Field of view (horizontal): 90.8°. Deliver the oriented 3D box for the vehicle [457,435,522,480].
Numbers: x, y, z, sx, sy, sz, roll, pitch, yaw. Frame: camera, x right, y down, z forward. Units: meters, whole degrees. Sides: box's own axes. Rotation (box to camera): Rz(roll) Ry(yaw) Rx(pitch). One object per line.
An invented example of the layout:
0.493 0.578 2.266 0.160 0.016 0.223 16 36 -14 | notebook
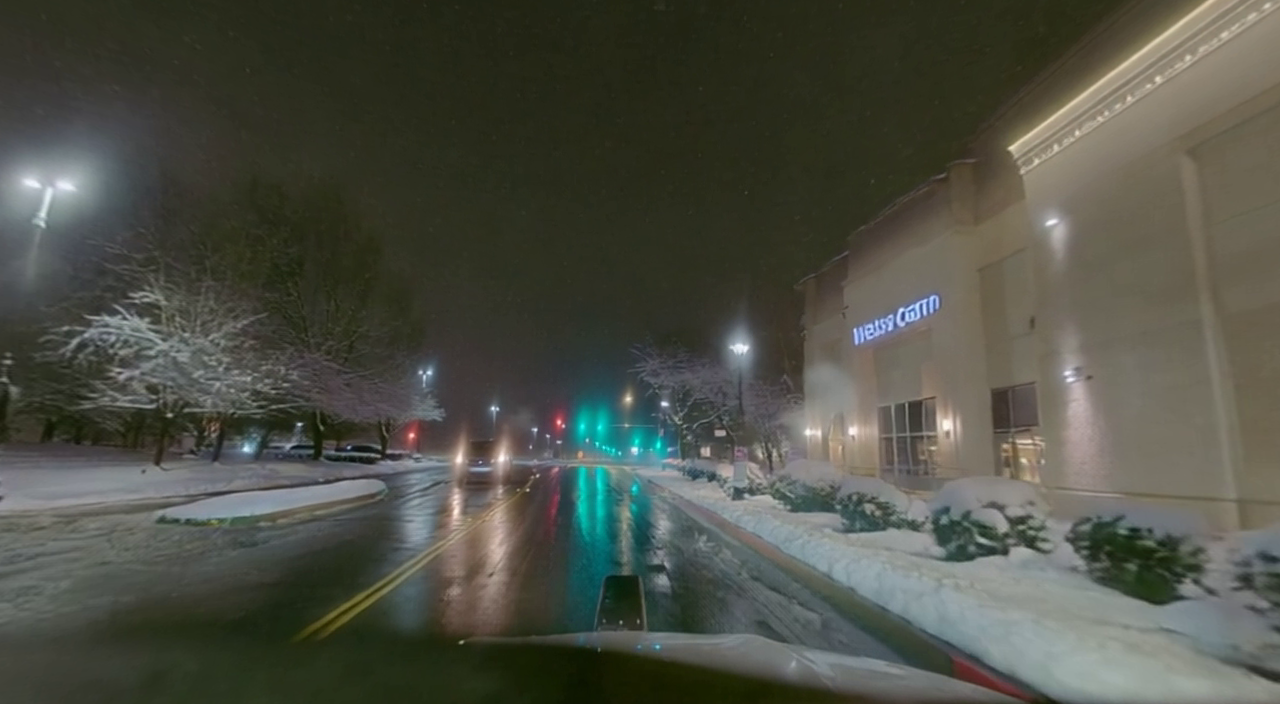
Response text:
-6.598 4.663 28.239 2.180 1.806 4.541 1 -8 -5 | vehicle
